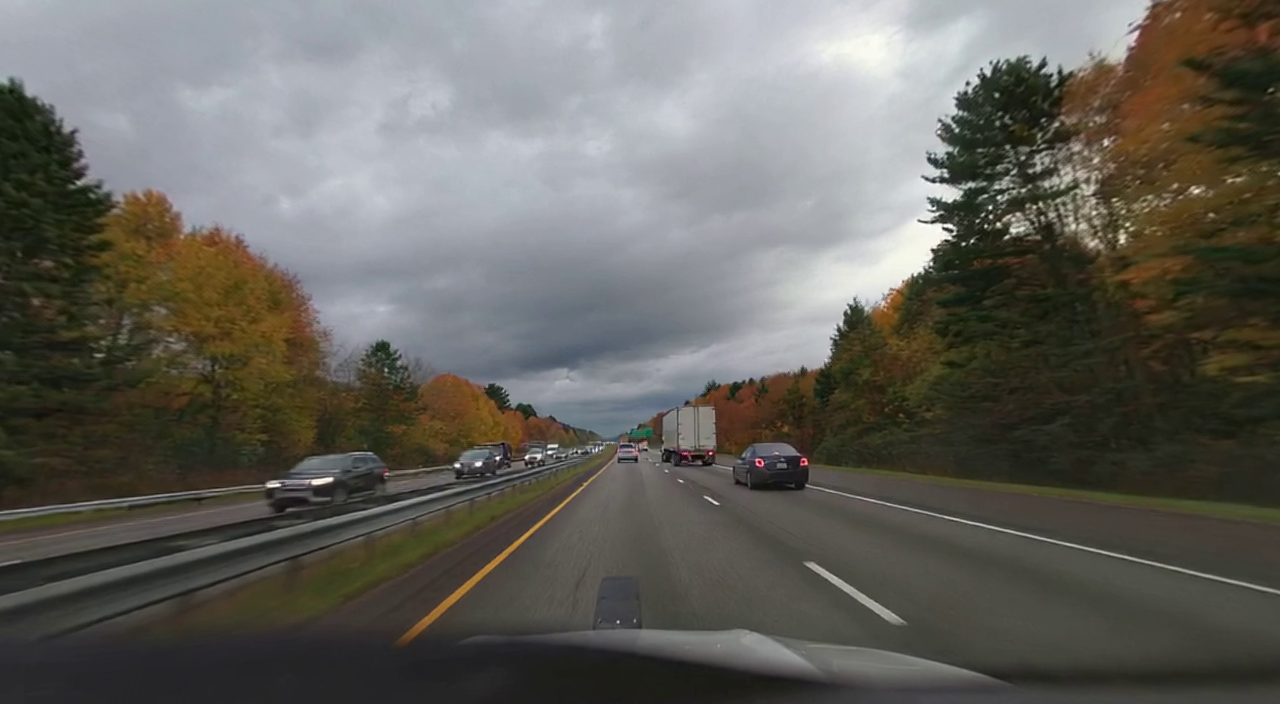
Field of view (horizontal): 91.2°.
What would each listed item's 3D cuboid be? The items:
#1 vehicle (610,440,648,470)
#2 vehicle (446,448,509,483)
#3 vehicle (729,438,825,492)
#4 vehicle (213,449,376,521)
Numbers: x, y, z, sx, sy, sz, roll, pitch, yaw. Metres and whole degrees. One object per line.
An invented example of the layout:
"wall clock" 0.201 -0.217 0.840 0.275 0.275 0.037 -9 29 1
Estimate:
"vehicle" -0.679 6.358 38.665 2.168 1.705 4.272 0 -9 -1
"vehicle" -8.161 5.711 31.806 2.023 1.636 4.274 -1 -9 0
"vehicle" 4.239 3.579 20.127 1.997 1.504 4.236 0 -9 -2
"vehicle" -9.121 3.490 17.054 1.983 1.658 4.280 -1 -9 0
